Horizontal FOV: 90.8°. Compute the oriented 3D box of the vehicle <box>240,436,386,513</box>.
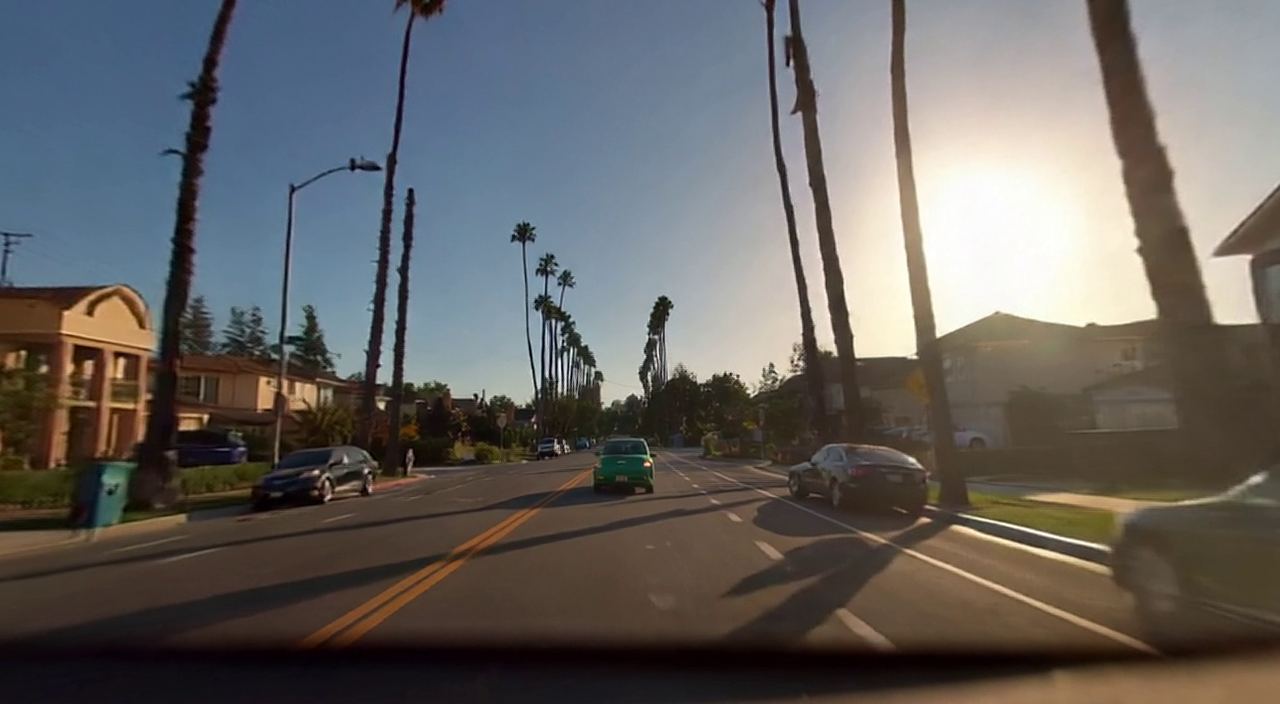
[{"bbox_3d":[-8.755,3.236,17.364,1.945,1.666,4.107,-3,-6,-1],"label":"vehicle"}]

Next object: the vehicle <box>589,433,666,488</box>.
[{"bbox_3d":[-0.407,3.303,19.513,2.098,1.483,4.099,0,-9,-2],"label":"vehicle"}]

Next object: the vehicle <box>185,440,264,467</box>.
[{"bbox_3d":[-29.806,7.314,45.543,1.918,1.821,4.769,-1,-9,10],"label":"vehicle"}]

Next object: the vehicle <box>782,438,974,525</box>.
[{"bbox_3d":[4.730,2.647,13.621,2.013,1.501,5.235,0,-9,-1],"label":"vehicle"}]

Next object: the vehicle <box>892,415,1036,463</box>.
[{"bbox_3d":[13.518,3.690,26.660,4.913,1.930,2.020,-1,-9,5],"label":"vehicle"}]

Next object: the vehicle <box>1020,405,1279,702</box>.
[{"bbox_3d":[4.587,1.100,3.323,2.017,1.646,5.389,0,-9,2],"label":"vehicle"}]
